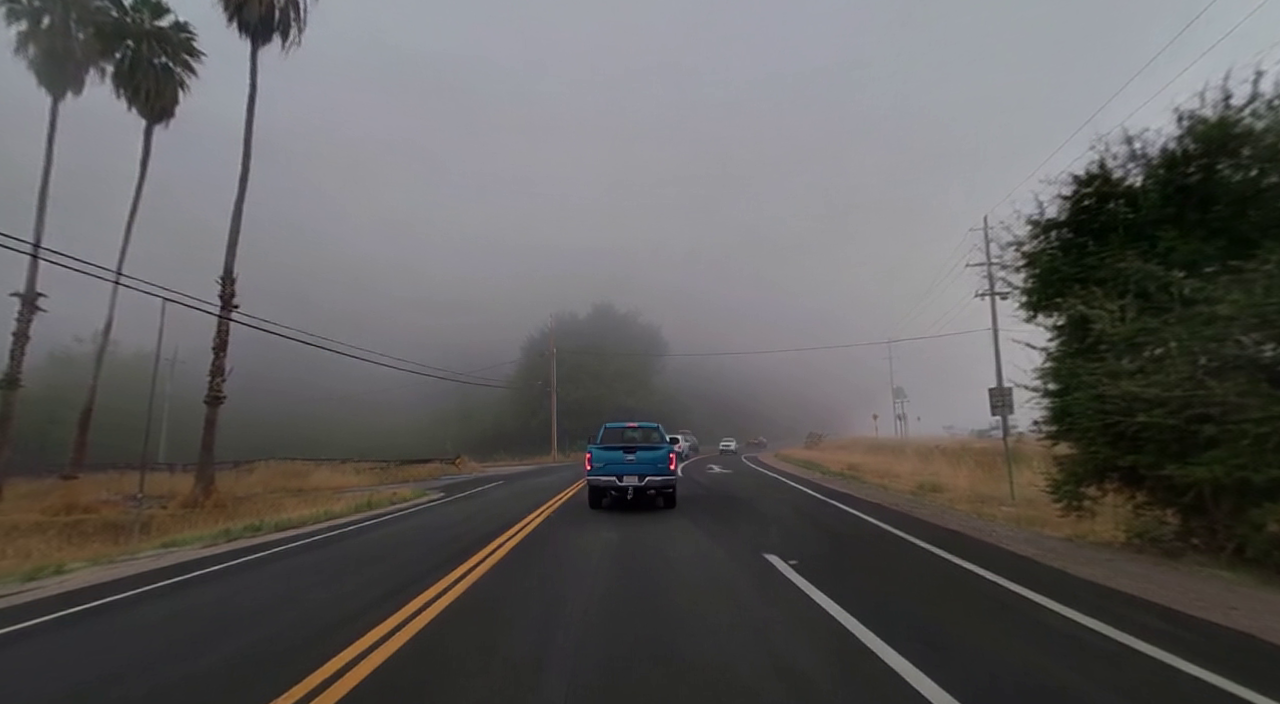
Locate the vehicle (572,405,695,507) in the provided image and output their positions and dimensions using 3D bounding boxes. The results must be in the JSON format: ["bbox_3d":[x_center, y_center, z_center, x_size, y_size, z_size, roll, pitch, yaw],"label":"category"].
[{"bbox_3d":[-0.158,2.716,16.871,2.693,2.223,5.885,0,-8,0],"label":"vehicle"}]
